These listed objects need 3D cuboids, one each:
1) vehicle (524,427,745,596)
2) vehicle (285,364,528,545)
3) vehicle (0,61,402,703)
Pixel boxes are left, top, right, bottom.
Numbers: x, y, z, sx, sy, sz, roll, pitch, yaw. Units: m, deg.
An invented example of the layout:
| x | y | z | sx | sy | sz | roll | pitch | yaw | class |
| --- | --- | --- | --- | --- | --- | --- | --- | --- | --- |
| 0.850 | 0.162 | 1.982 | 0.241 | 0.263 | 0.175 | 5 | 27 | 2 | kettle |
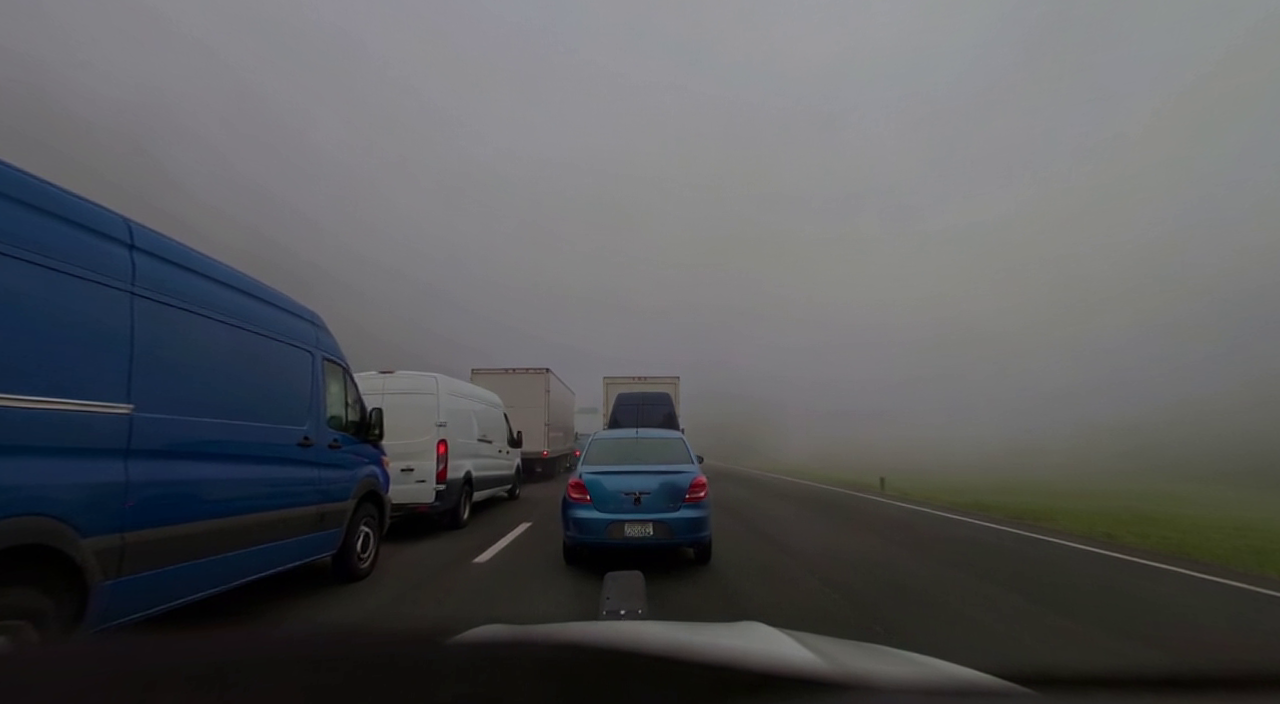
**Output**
| x | y | z | sx | sy | sz | roll | pitch | yaw | class |
| --- | --- | --- | --- | --- | --- | --- | --- | --- | --- |
| -0.094 | 1.710 | 7.478 | 1.995 | 1.495 | 3.380 | 0 | -9 | -1 | vehicle |
| -4.038 | 2.021 | 12.768 | 2.349 | 2.643 | 6.807 | 0 | -9 | -1 | vehicle |
| -4.036 | 0.429 | 4.494 | 2.254 | 2.879 | 6.656 | 0 | -9 | -2 | vehicle |
